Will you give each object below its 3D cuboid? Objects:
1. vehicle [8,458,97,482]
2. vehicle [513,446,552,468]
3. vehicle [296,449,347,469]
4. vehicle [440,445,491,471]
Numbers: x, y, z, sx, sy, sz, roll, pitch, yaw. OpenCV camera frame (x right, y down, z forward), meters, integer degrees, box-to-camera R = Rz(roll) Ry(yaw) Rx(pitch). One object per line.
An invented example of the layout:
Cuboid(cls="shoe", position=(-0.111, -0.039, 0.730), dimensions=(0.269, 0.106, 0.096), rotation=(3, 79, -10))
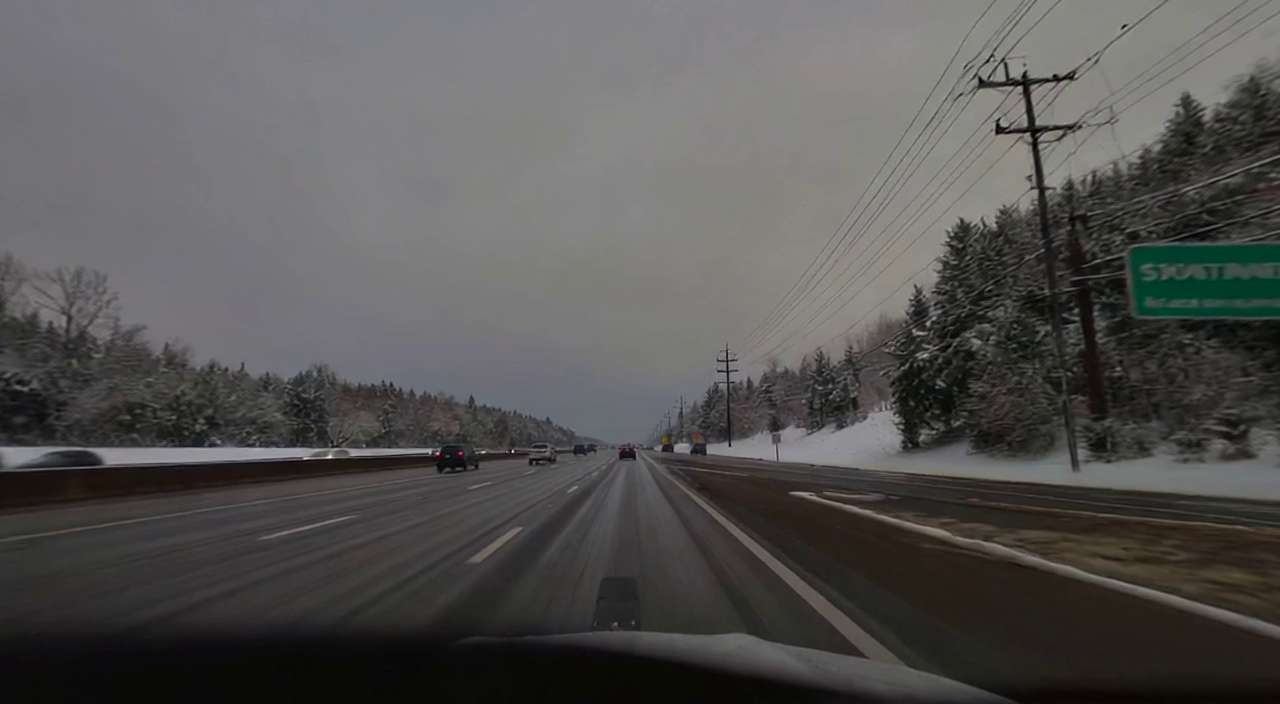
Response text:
Cuboid(cls="vehicle", position=(-38.337, 7.676, 41.356), dimensions=(1.740, 1.416, 4.270), rotation=(0, -8, -1))
Cuboid(cls="vehicle", position=(-7.439, 7.285, 44.175), dimensions=(1.954, 1.432, 4.183), rotation=(0, -9, 0))
Cuboid(cls="vehicle", position=(-24.836, 8.326, 49.355), dimensions=(1.872, 1.429, 4.032), rotation=(0, -9, 0))
Cuboid(cls="vehicle", position=(-10.630, 6.494, 38.812), dimensions=(1.887, 1.473, 4.352), rotation=(0, -9, 0))
